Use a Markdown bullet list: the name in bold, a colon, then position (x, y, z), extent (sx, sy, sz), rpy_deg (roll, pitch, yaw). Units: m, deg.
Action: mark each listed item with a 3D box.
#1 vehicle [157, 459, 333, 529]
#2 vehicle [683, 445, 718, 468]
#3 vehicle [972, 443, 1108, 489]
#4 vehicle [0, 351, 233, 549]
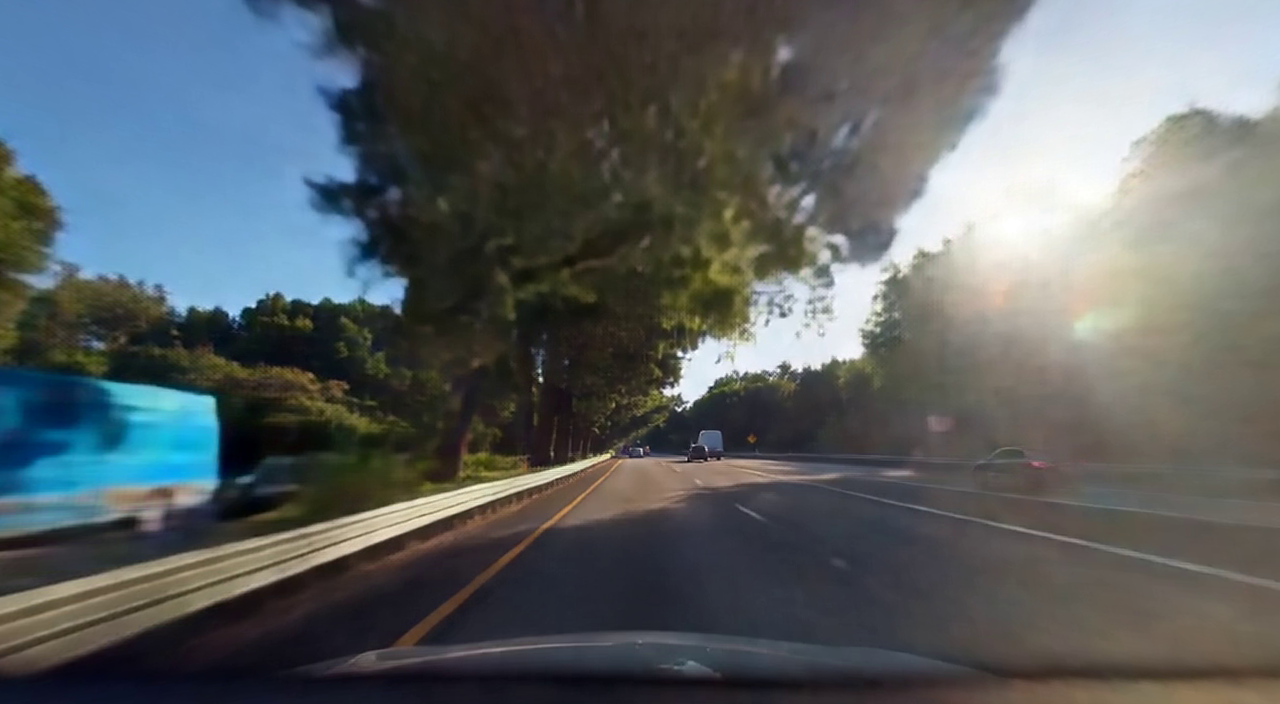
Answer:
- **vehicle**: position (-9.519, 3.406, 15.631), extent (1.840, 1.440, 3.882), rpy_deg (0, -9, 0)
- **vehicle**: position (4.340, 7.593, 45.875), extent (2.058, 1.605, 4.116), rpy_deg (0, -9, -2)
- **vehicle**: position (13.357, 3.825, 21.361), extent (1.926, 1.386, 3.719), rpy_deg (1, -9, -5)
- **vehicle**: position (-13.528, 1.851, 11.883), extent (2.869, 3.713, 13.278), rpy_deg (0, -9, 0)
